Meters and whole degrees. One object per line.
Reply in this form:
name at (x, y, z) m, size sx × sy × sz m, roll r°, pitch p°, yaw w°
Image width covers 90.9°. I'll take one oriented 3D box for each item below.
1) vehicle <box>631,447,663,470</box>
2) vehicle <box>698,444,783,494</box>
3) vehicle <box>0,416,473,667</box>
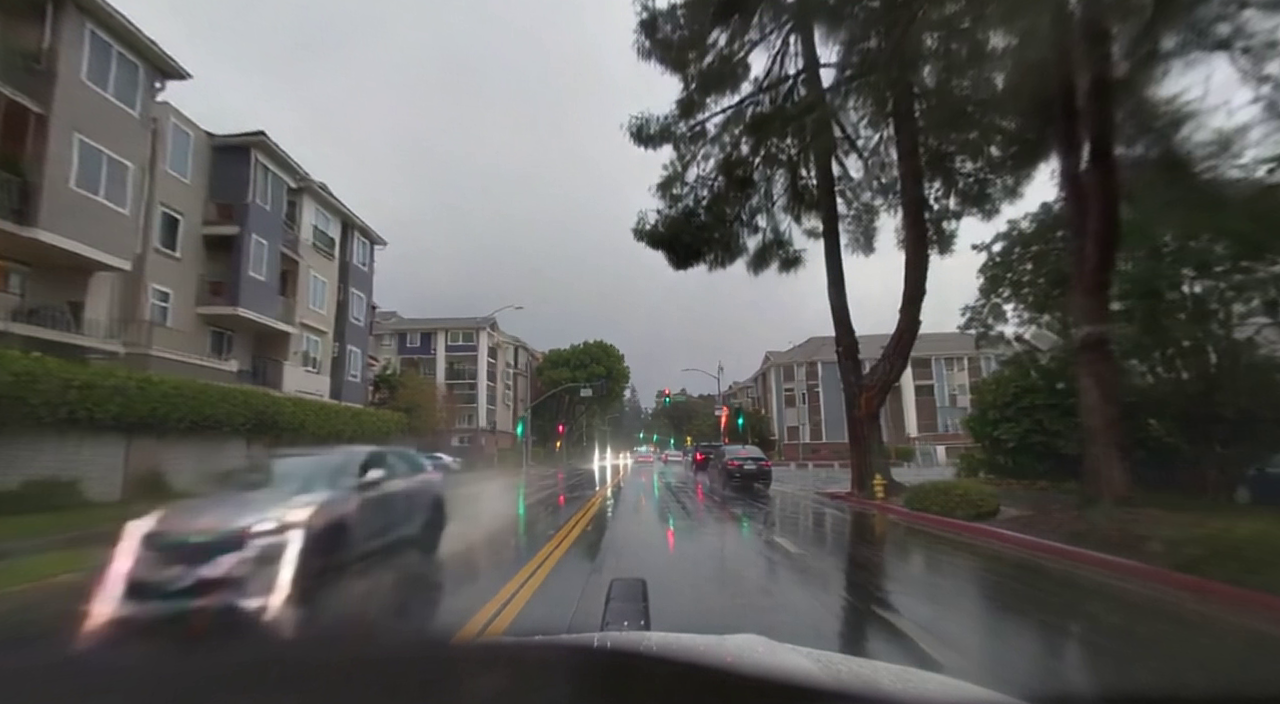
vehicle at (0.403, 7.212, 43.045) m, size 2.097 × 1.463 × 4.043 m, roll 0°, pitch -9°, yaw -1°
vehicle at (3.239, 3.886, 21.397) m, size 2.078 × 1.488 × 4.741 m, roll 0°, pitch -9°, yaw 0°
vehicle at (-3.197, 1.545, 6.204) m, size 1.954 × 1.618 × 4.050 m, roll 0°, pitch -9°, yaw 1°
